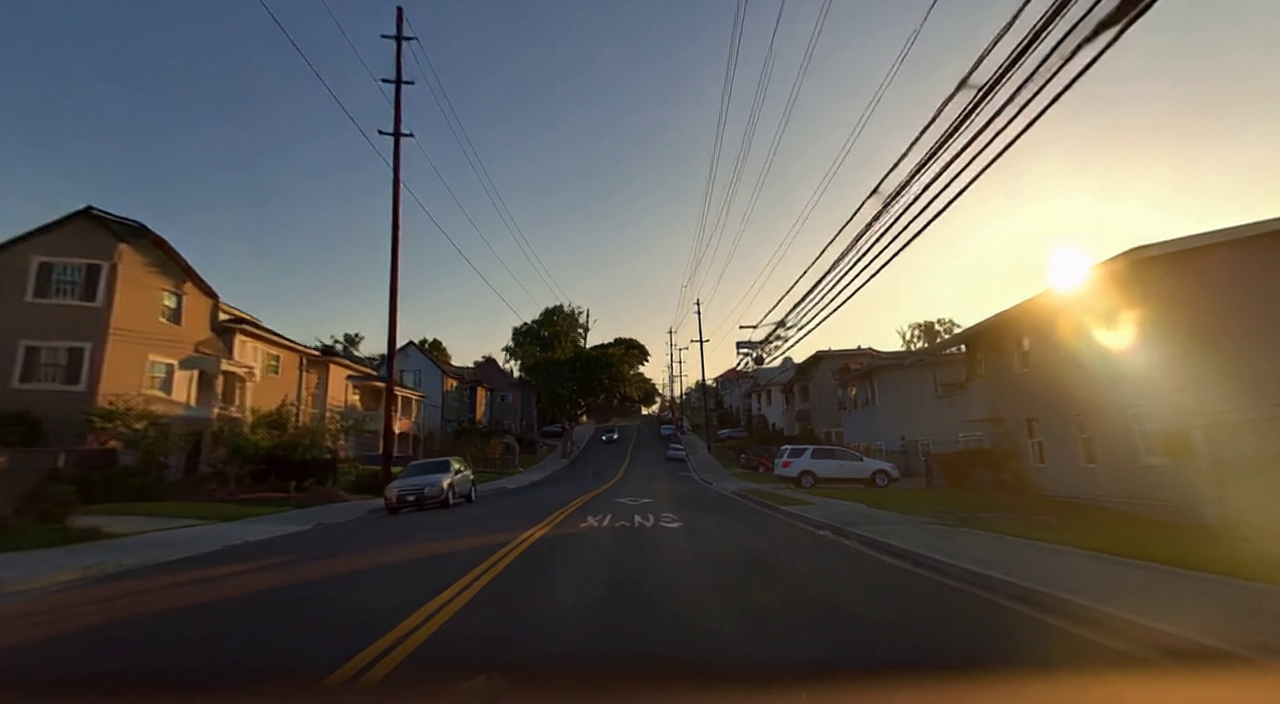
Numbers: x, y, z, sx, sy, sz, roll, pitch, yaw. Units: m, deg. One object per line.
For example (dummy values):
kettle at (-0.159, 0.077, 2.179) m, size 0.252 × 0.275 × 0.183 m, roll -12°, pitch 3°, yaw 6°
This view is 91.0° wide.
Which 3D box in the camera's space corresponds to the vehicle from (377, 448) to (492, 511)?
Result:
vehicle at (-6.553, 4.217, 20.683) m, size 2.156 × 1.764 × 4.410 m, roll -2°, pitch -12°, yaw 2°

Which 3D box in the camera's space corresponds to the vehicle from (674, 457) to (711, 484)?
vehicle at (3.149, 7.239, 38.634) m, size 2.063 × 1.503 × 4.415 m, roll 0°, pitch -9°, yaw 2°

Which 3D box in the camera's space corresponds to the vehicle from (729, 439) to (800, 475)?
vehicle at (8.388, 7.128, 42.807) m, size 4.286 × 2.044 × 1.913 m, roll -4°, pitch -8°, yaw 0°

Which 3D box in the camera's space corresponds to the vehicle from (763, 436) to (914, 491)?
vehicle at (8.184, 4.638, 26.369) m, size 5.512 × 1.846 × 2.115 m, roll -3°, pitch -9°, yaw 1°
